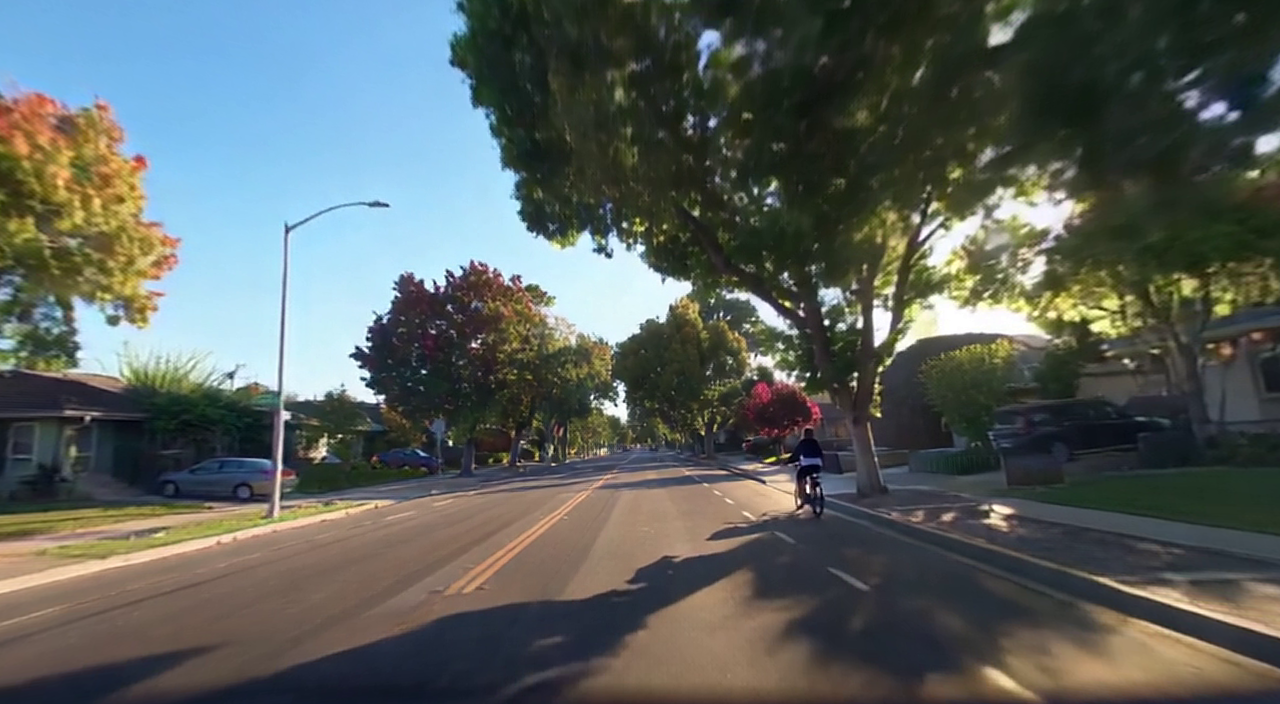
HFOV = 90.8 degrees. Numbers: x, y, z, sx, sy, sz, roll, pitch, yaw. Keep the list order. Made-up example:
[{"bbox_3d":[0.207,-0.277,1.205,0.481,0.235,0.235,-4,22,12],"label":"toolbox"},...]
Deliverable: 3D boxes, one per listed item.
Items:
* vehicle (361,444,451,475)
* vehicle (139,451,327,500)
[{"bbox_3d":[-13.923,6.398,37.745,4.587,1.722,1.906,0,-9,-1],"label":"vehicle"},{"bbox_3d":[-13.037,3.957,20.479,4.717,1.465,1.887,0,-9,-3],"label":"vehicle"}]
